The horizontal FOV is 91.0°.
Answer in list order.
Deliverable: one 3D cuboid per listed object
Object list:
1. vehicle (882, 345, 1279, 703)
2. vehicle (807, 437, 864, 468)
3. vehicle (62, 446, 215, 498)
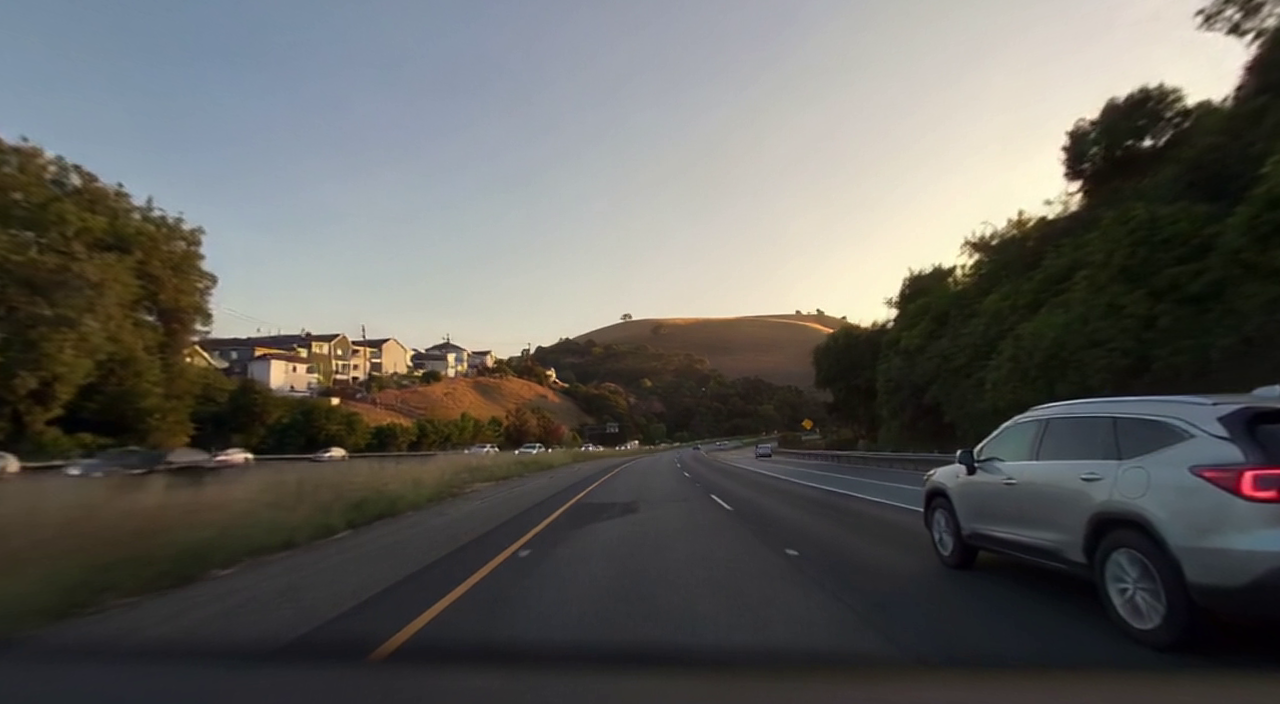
[{"bbox_3d":[4.040,1.156,4.955,2.318,1.766,4.587,0,-8,-1],"label":"vehicle"},{"bbox_3d":[11.871,6.129,38.555,2.043,1.714,4.453,-1,-8,0],"label":"vehicle"},{"bbox_3d":[-19.570,4.654,24.929,2.015,1.766,4.837,-1,-8,1],"label":"vehicle"}]
